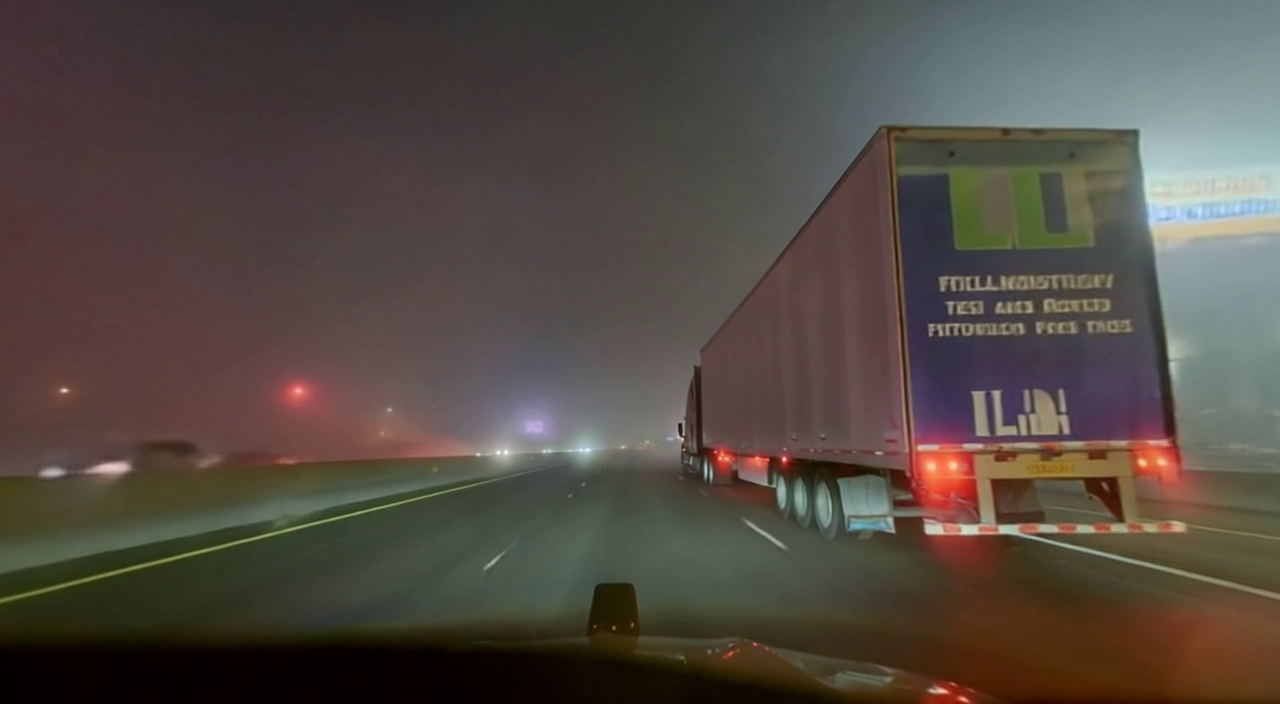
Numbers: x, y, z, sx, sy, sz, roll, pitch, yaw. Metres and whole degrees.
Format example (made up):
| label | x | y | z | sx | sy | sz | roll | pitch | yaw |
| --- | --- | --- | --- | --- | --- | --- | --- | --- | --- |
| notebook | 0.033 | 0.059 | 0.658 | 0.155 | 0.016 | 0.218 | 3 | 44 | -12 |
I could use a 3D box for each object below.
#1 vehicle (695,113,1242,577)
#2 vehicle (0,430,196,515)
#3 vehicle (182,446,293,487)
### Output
| label | x | y | z | sx | sy | sz | roll | pitch | yaw |
| --- | --- | --- | --- | --- | --- | --- | --- | --- | --- |
| vehicle | 3.691 | 1.097 | 14.391 | 2.891 | 4.387 | 17.121 | 0 | -9 | -2 |
| vehicle | -10.431 | 2.222 | 12.008 | 1.545 | 1.371 | 3.313 | 0 | -9 | 0 |
| vehicle | -14.928 | 4.233 | 23.695 | 1.759 | 1.389 | 3.638 | 0 | -9 | 0 |
